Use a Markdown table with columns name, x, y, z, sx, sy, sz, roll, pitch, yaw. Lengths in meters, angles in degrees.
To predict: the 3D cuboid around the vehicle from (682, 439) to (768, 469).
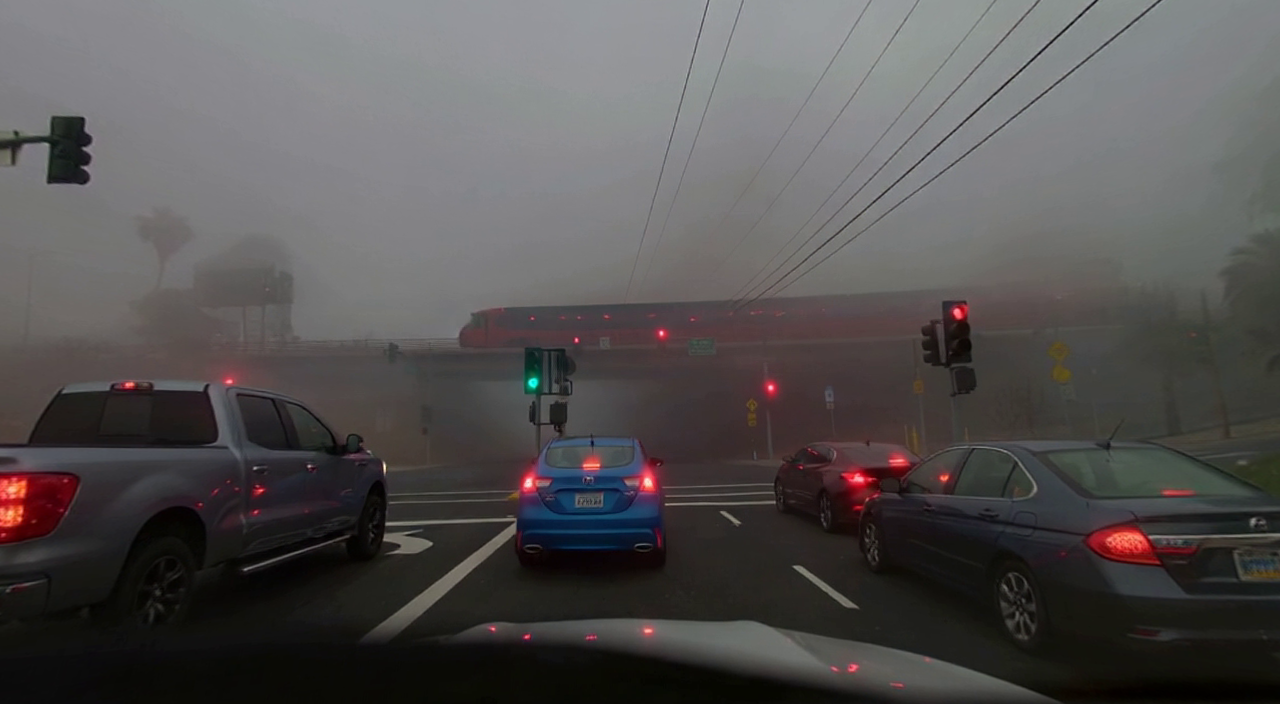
| name | x | y | z | sx | sy | sz | roll | pitch | yaw |
| --- | --- | --- | --- | --- | --- | --- | --- | --- | --- |
| vehicle | 4.203 | 5.139 | 31.977 | 1.878 | 1.428 | 4.416 | 5 | -10 | -32 |

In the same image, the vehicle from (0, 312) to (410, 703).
| name | x | y | z | sx | sy | sz | roll | pitch | yaw |
| --- | --- | --- | --- | --- | --- | --- | --- | --- | --- |
| vehicle | -3.833 | 1.096 | 4.947 | 2.078 | 1.838 | 5.448 | 0 | -9 | -1 |

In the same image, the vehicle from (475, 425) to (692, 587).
| name | x | y | z | sx | sy | sz | roll | pitch | yaw |
| --- | --- | --- | --- | --- | --- | --- | --- | --- | --- |
| vehicle | -0.630 | 1.754 | 8.056 | 2.035 | 1.491 | 4.090 | 0 | -9 | -3 |

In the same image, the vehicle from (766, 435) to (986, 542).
| name | x | y | z | sx | sy | sz | roll | pitch | yaw |
| --- | --- | --- | --- | --- | --- | --- | --- | --- | --- |
| vehicle | 3.696 | 2.214 | 10.964 | 1.965 | 1.448 | 4.486 | 0 | -9 | -2 |

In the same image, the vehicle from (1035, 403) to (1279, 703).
| name | x | y | z | sx | sy | sz | roll | pitch | yaw |
| --- | --- | --- | --- | --- | --- | --- | --- | --- | --- |
| vehicle | 3.890 | 0.891 | 2.203 | 2.052 | 1.496 | 4.541 | 0 | -9 | -1 |
